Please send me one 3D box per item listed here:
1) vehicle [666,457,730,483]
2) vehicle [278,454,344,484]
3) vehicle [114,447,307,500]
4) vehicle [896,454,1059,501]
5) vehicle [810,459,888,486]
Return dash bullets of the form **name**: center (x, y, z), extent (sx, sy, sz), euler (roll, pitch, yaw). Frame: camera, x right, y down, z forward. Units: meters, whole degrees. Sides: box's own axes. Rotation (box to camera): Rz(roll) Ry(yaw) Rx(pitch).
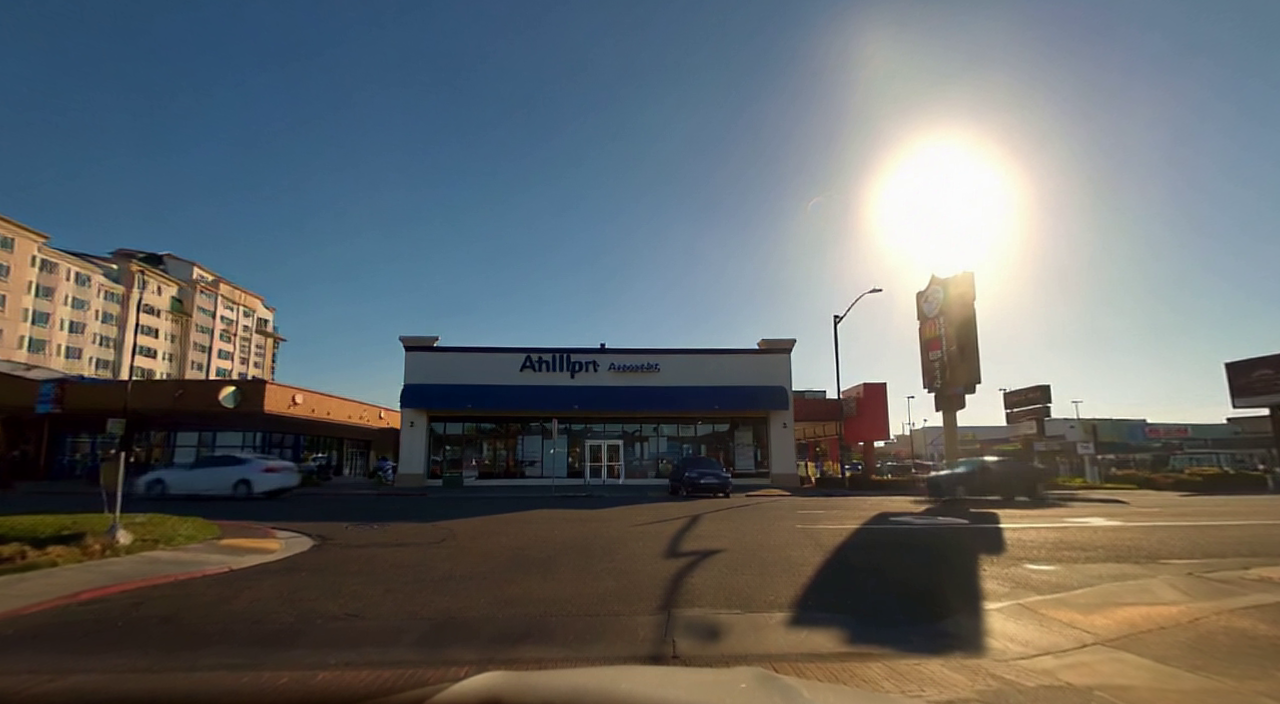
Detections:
- **vehicle**: center (3.571, 7.368, 39.686), extent (1.812, 1.468, 4.519), euler (5, -10, -28)
- **vehicle**: center (-20.027, 7.047, 38.348), extent (4.596, 1.680, 1.936), euler (-8, -11, 41)
- **vehicle**: center (-14.283, 4.035, 21.280), extent (4.889, 1.659, 2.059), euler (1, -9, -4)
- **vehicle**: center (11.568, 4.290, 21.828), extent (4.661, 1.478, 1.878), euler (1, -9, -7)
- **vehicle**: center (12.972, 7.465, 39.503), extent (1.791, 1.453, 4.593), euler (5, -10, -29)
